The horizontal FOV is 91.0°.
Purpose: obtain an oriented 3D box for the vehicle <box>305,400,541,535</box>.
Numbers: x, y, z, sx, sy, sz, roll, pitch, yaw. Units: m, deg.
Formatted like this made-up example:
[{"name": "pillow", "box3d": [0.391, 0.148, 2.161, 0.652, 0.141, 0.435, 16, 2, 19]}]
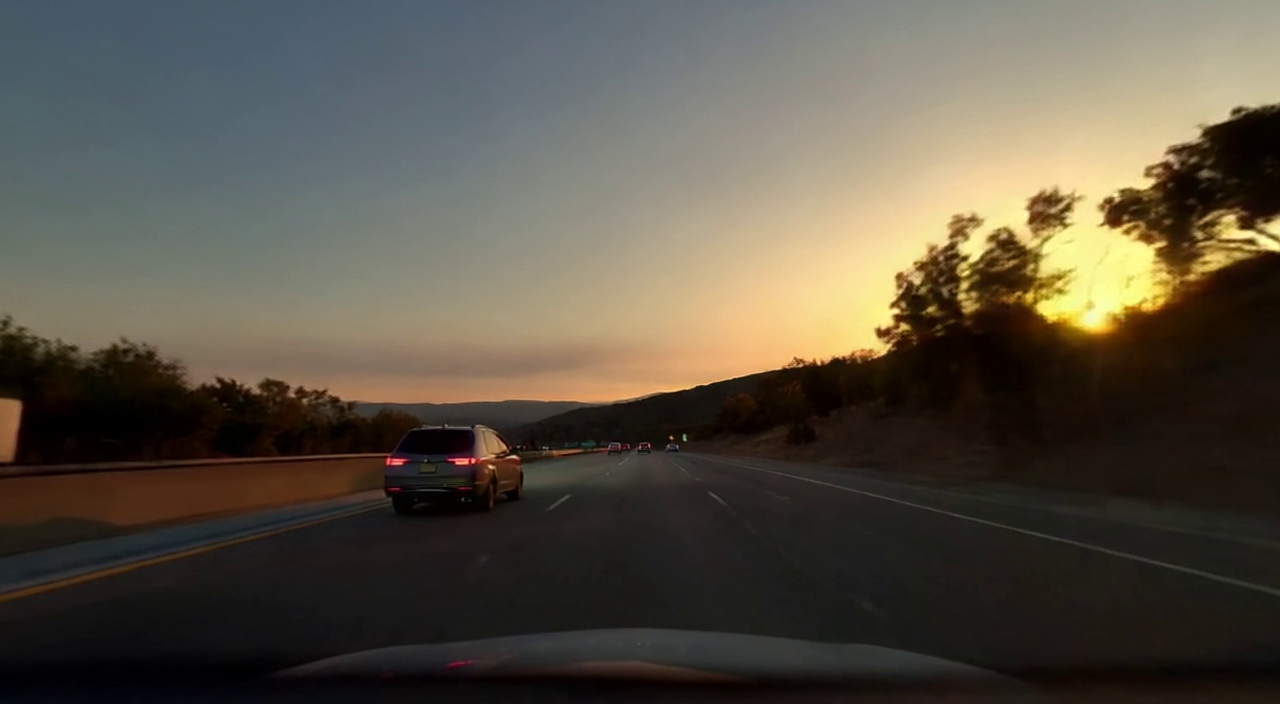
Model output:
[{"name": "vehicle", "box3d": [-3.558, 2.061, 11.875, 2.379, 1.918, 5.504, 0, -8, 1]}]
